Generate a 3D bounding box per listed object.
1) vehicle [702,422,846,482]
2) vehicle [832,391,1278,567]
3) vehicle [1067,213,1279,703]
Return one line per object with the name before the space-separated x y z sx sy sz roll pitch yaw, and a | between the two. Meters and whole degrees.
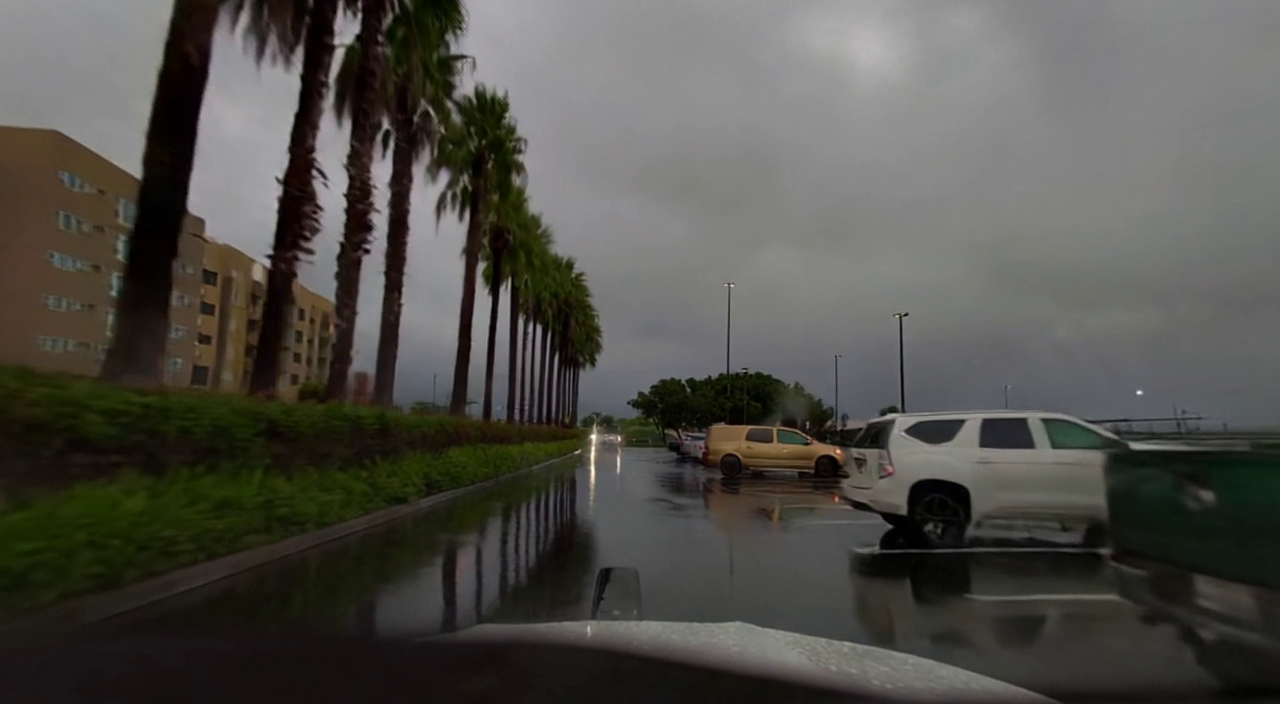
vehicle | 4.611 3.508 22.198 4.609 1.734 1.909 3 -8 0
vehicle | 5.258 1.649 8.668 4.691 1.877 1.959 2 -8 4
vehicle | 5.134 0.636 2.235 5.639 2.033 2.172 2 -7 3
